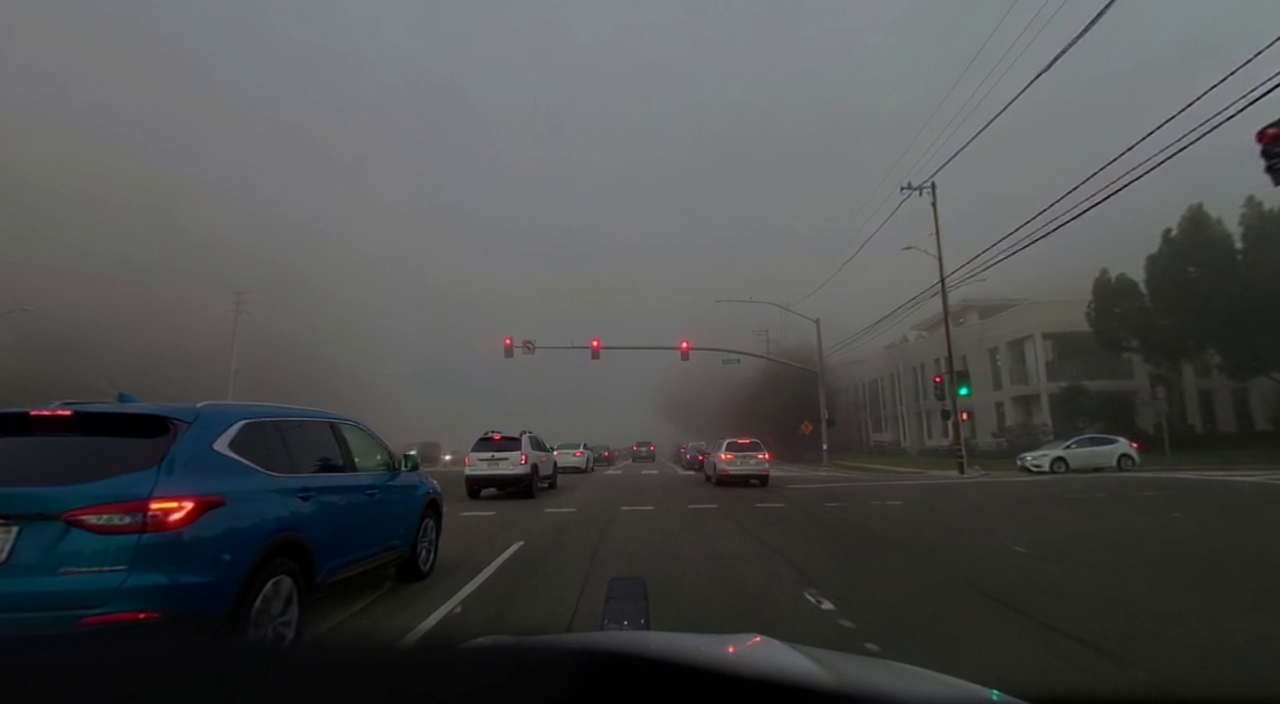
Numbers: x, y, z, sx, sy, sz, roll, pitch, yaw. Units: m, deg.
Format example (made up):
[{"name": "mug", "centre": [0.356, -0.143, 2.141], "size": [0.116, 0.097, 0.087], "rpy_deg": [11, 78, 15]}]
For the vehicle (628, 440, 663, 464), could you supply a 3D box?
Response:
[{"name": "vehicle", "centre": [0.362, 6.642, 41.849], "size": [2.185, 1.515, 4.215], "rpy_deg": [0, -8, 1]}]

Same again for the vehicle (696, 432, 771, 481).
[{"name": "vehicle", "centre": [3.529, 4.086, 24.803], "size": [2.201, 1.734, 4.564], "rpy_deg": [0, -8, -1]}]

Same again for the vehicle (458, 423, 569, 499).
[{"name": "vehicle", "centre": [-3.179, 2.848, 16.799], "size": [1.958, 1.744, 4.315], "rpy_deg": [0, -8, 2]}]

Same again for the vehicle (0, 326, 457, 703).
[{"name": "vehicle", "centre": [-3.079, 1.079, 4.587], "size": [2.127, 1.754, 4.287], "rpy_deg": [0, -8, 1]}]

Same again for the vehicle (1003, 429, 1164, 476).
[{"name": "vehicle", "centre": [15.643, 3.581, 22.501], "size": [4.119, 1.574, 2.028], "rpy_deg": [-1, -9, 10]}]

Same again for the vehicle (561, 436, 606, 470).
[{"name": "vehicle", "centre": [-2.915, 5.290, 33.250], "size": [1.900, 1.677, 4.128], "rpy_deg": [0, -8, 2]}]
